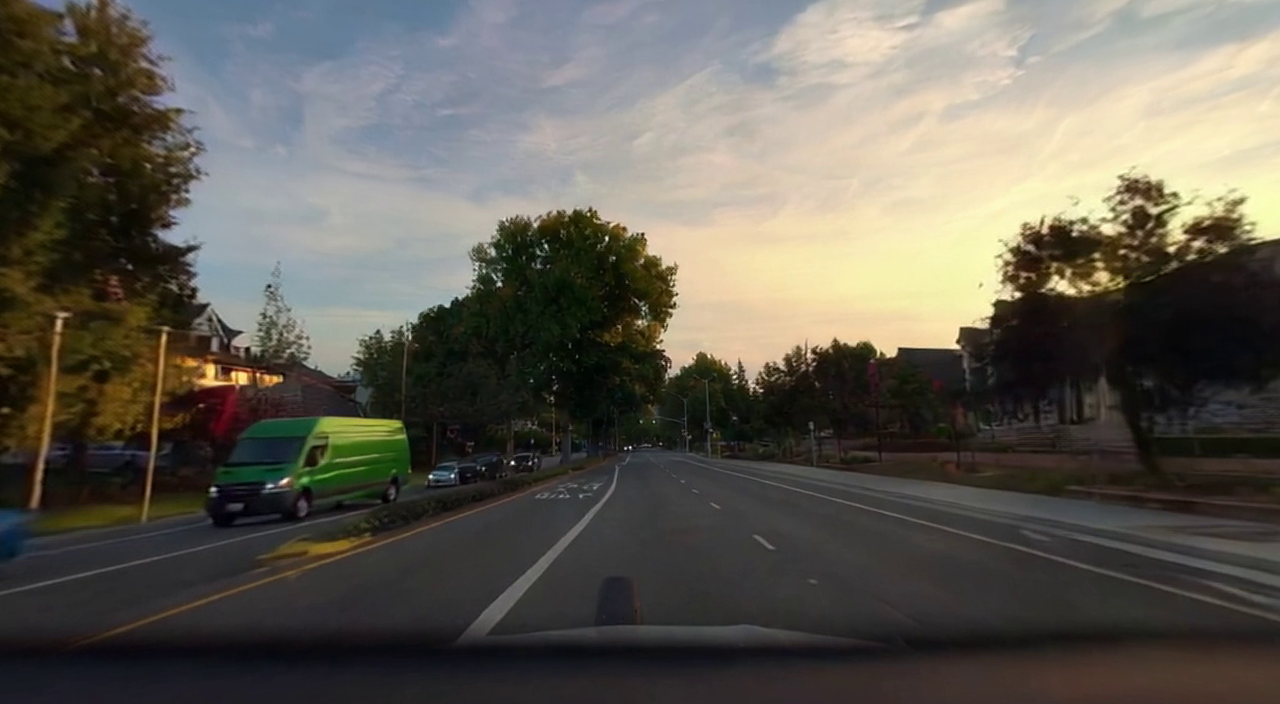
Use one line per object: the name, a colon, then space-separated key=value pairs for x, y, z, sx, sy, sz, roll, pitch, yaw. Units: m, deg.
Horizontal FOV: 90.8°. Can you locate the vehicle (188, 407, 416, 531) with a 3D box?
vehicle: x=-8.789 y=3.126 z=17.597 sx=2.617 sy=2.736 sz=6.621 roll=0 pitch=-9 yaw=0

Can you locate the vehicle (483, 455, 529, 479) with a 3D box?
vehicle: x=-8.816 y=7.606 z=41.989 sx=1.940 sy=1.452 sz=4.441 roll=-1 pitch=-9 yaw=2

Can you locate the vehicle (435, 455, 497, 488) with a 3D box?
vehicle: x=-8.853 y=6.097 z=32.564 sx=1.959 sy=1.469 sz=4.369 roll=0 pitch=-9 yaw=0
